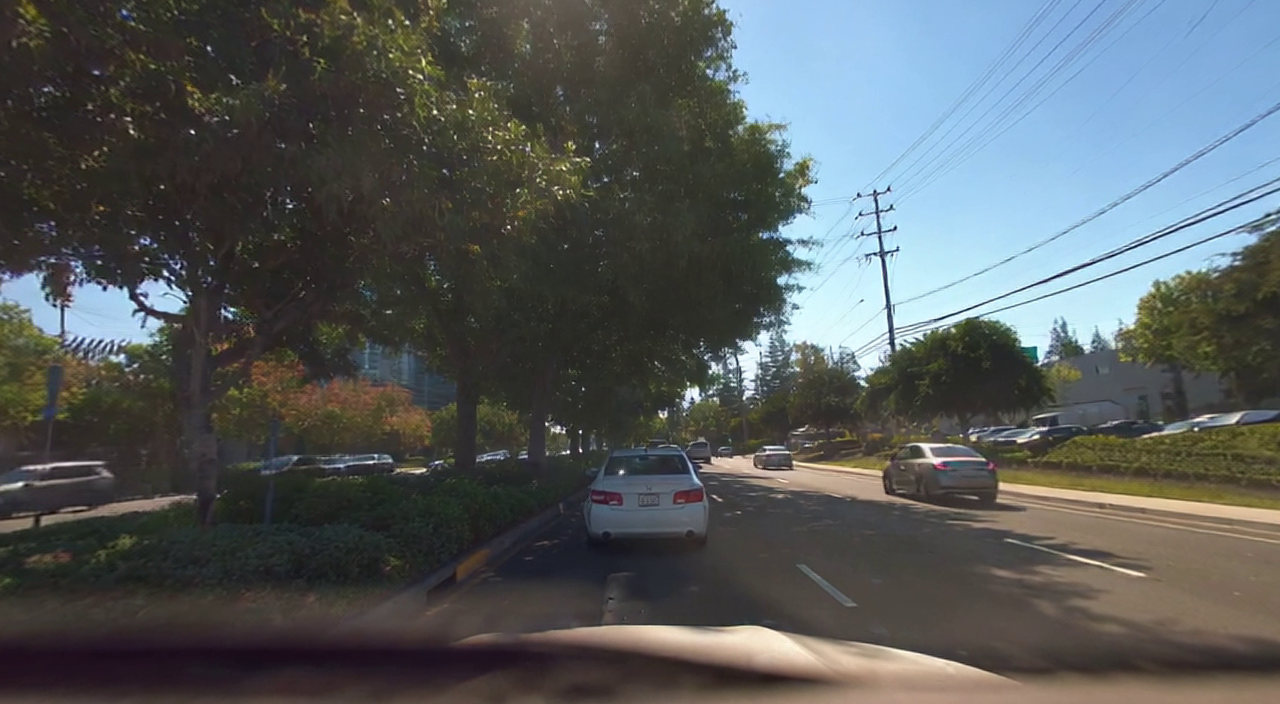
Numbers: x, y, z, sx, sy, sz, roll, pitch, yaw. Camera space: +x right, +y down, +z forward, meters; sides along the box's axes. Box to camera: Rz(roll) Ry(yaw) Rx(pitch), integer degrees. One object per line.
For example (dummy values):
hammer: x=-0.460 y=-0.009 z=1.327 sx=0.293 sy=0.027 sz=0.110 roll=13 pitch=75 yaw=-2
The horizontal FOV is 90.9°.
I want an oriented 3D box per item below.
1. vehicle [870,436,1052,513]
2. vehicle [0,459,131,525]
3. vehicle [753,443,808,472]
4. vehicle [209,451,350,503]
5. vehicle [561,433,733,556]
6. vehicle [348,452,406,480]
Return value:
vehicle: x=7.117 y=2.729 z=14.625 sx=1.850 sy=1.480 sz=4.474 roll=0 pitch=-8 yaw=0
vehicle: x=-16.150 y=3.606 z=16.572 sx=1.856 sy=1.452 sz=4.530 roll=0 pitch=-8 yaw=-1
vehicle: x=7.592 y=5.737 z=34.471 sx=1.899 sy=1.458 sz=4.499 roll=0 pitch=-8 yaw=-1
vehicle: x=-11.825 y=4.095 z=21.137 sx=1.988 sy=1.486 sz=4.586 roll=0 pitch=-8 yaw=0
vehicle: x=0.084 y=2.041 z=9.758 sx=2.108 sy=1.479 sz=3.935 roll=0 pitch=-8 yaw=0
vehicle: x=-15.068 y=6.539 z=36.368 sx=1.701 sy=1.494 sz=3.791 roll=0 pitch=-8 yaw=0
